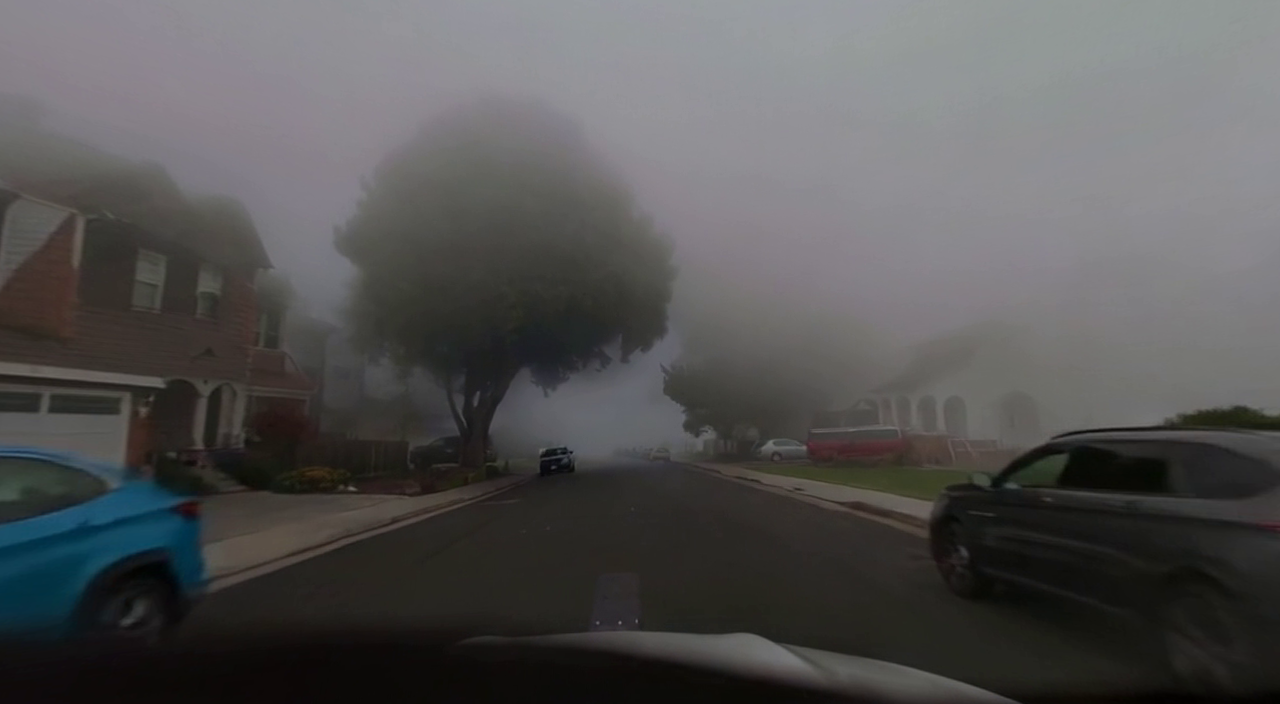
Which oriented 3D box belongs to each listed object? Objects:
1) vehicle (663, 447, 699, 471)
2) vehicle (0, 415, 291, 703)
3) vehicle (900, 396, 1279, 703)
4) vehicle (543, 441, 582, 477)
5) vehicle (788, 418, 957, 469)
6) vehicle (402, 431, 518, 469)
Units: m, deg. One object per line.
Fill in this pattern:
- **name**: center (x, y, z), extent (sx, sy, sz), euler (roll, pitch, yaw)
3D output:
- **vehicle**: center (2.707, 7.162, 42.321), extent (1.869, 1.458, 4.324), euler (0, -9, -3)
- **vehicle**: center (-3.842, 1.018, 2.749), extent (2.089, 1.508, 4.537), euler (2, -7, -1)
- **vehicle**: center (3.729, 1.193, 4.252), extent (2.077, 1.512, 4.513), euler (0, -9, 1)
- **vehicle**: center (-4.885, 6.755, 40.164), extent (2.230, 1.782, 4.628), euler (0, -4, -4)
- **vehicle**: center (9.089, 3.634, 24.980), extent (5.799, 1.927, 2.214), euler (0, -8, -1)
- **vehicle**: center (-9.938, 5.461, 35.190), extent (5.843, 1.985, 2.294), euler (1, -9, -6)
